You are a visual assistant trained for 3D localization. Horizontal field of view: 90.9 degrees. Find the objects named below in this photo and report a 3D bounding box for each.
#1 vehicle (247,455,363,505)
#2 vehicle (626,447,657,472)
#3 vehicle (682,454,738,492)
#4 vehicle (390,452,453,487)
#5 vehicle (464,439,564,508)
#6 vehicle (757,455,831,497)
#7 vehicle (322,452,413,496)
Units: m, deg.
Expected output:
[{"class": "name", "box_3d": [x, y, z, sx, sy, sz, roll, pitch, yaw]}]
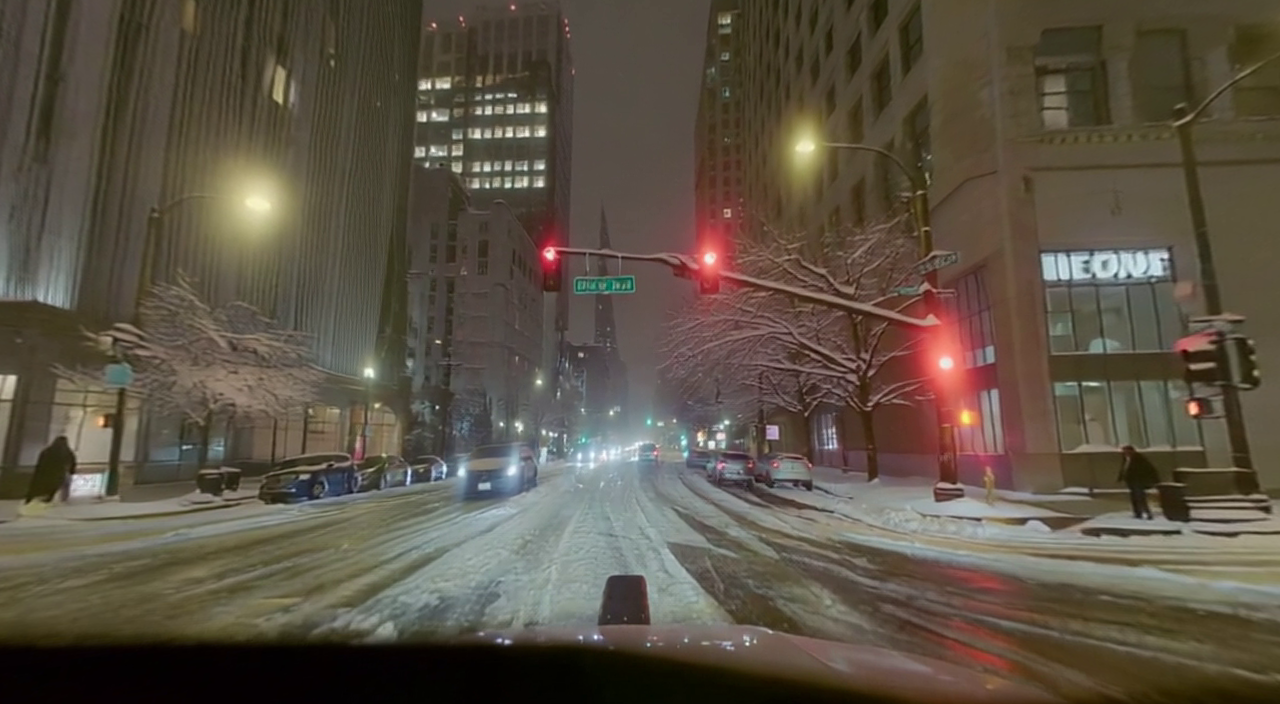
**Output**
[{"class": "vehicle", "box_3d": [-12.566, 4.796, 24.015, 2.118, 1.644, 4.188, 0, -8, -1]}, {"class": "vehicle", "box_3d": [0.127, 8.023, 47.143, 2.165, 1.749, 4.078, 0, -8, 1]}, {"class": "vehicle", "box_3d": [2.906, 5.081, 26.793, 1.919, 1.371, 3.583, 2, -8, 0]}, {"class": "vehicle", "box_3d": [-12.064, 6.484, 35.097, 1.854, 1.727, 4.426, 0, -8, 1]}, {"class": "vehicle", "box_3d": [-3.750, 3.661, 19.693, 2.176, 1.804, 4.740, -2, -8, 0]}, {"class": "vehicle", "box_3d": [6.154, 4.994, 25.799, 1.882, 1.479, 4.652, 0, -8, 0]}, {"class": "vehicle", "box_3d": [-12.360, 5.515, 28.938, 1.938, 1.729, 4.628, -2, -9, 3]}]
